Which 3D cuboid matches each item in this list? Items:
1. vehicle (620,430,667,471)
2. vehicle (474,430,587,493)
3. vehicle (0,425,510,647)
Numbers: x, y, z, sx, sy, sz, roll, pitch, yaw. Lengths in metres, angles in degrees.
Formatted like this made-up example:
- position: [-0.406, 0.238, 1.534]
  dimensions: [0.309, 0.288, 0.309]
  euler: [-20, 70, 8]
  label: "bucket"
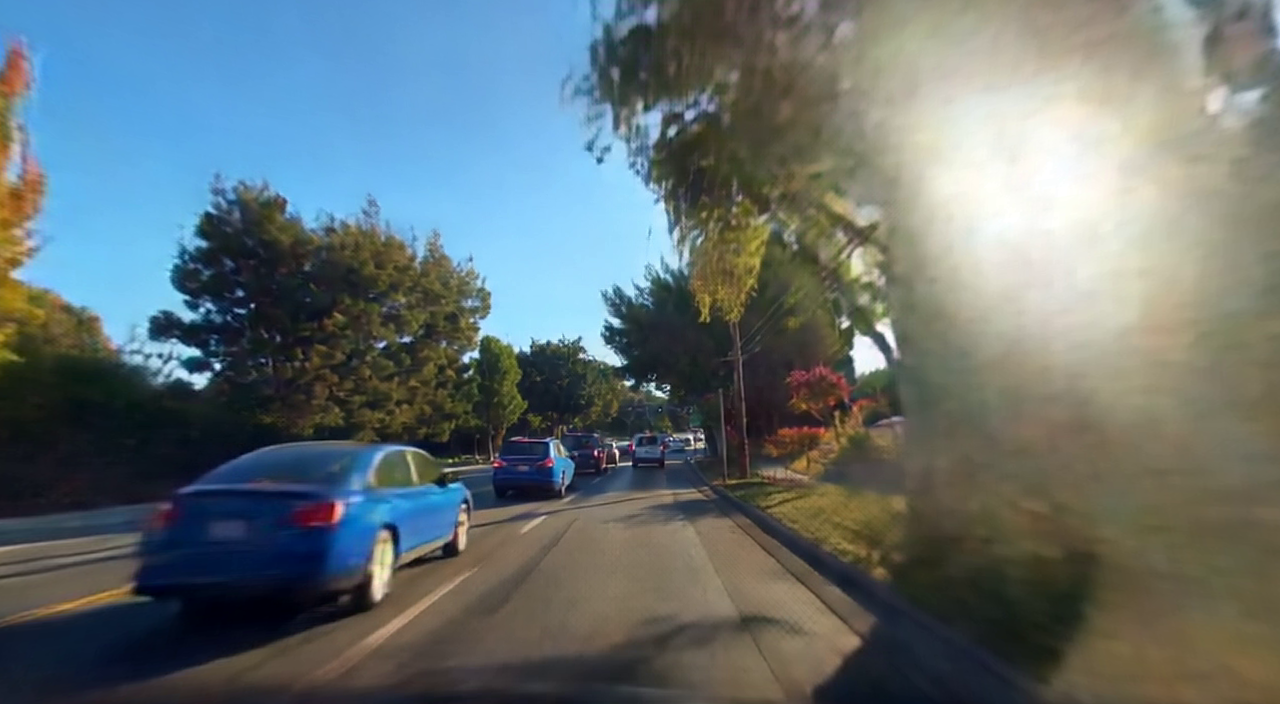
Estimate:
- position: [0.258, 5.047, 32.438]
  dimensions: [2.241, 1.912, 4.095]
  euler: [-1, -8, 2]
  label: "vehicle"
- position: [-2.909, 3.070, 18.031]
  dimensions: [2.180, 1.546, 4.755]
  euler: [0, -9, 3]
  label: "vehicle"
- position: [-3.164, 1.608, 6.794]
  dimensions: [2.260, 1.465, 4.972]
  euler: [-1, -8, 2]
  label: "vehicle"
